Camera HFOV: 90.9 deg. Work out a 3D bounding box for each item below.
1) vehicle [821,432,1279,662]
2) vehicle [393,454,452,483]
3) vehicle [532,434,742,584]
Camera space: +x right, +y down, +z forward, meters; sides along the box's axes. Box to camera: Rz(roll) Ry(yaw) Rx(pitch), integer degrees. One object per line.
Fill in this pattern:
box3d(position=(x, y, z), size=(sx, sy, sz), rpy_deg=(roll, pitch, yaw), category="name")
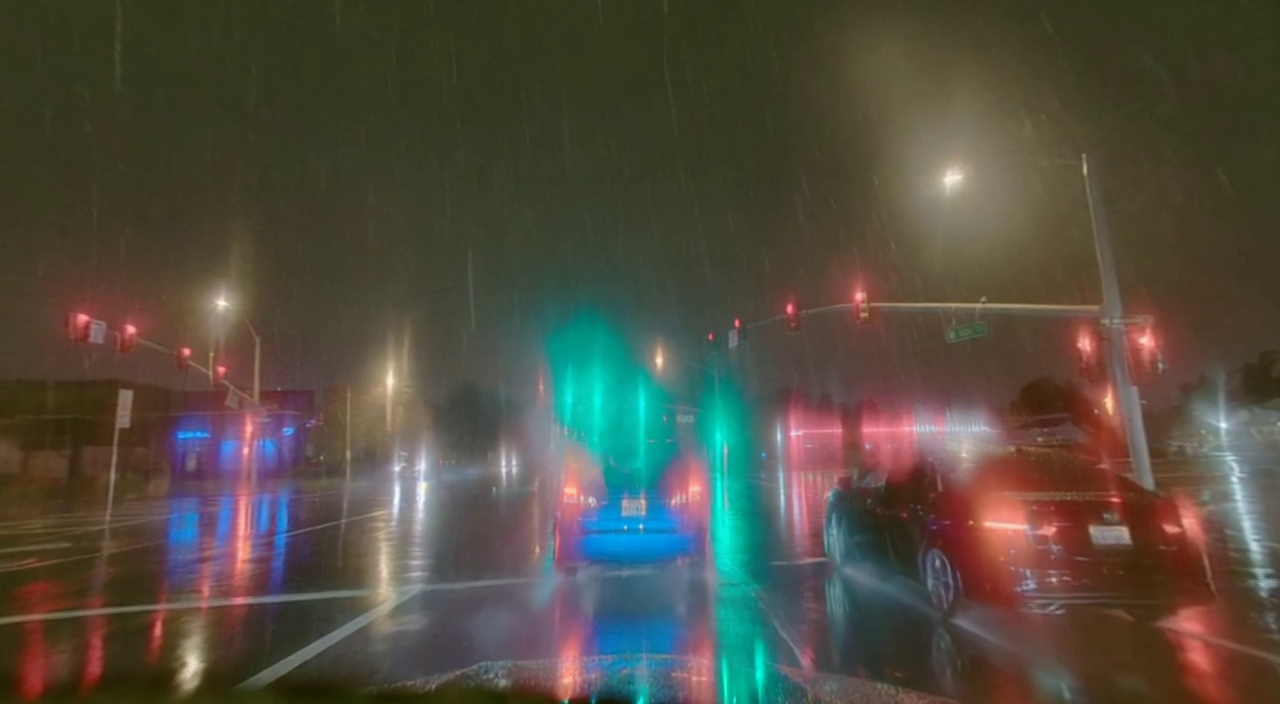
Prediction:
box3d(position=(3.351, 1.543, 6.110), size=(1.860, 1.430, 4.089), rpy_deg=(0, -8, -2), category="vehicle")
box3d(position=(-14.611, 7.809, 42.645), size=(2.126, 1.782, 4.880), rpy_deg=(0, -8, 1), category="vehicle")
box3d(position=(-0.058, 1.875, 8.416), size=(2.094, 1.481, 4.078), rpy_deg=(0, -8, -1), category="vehicle")
